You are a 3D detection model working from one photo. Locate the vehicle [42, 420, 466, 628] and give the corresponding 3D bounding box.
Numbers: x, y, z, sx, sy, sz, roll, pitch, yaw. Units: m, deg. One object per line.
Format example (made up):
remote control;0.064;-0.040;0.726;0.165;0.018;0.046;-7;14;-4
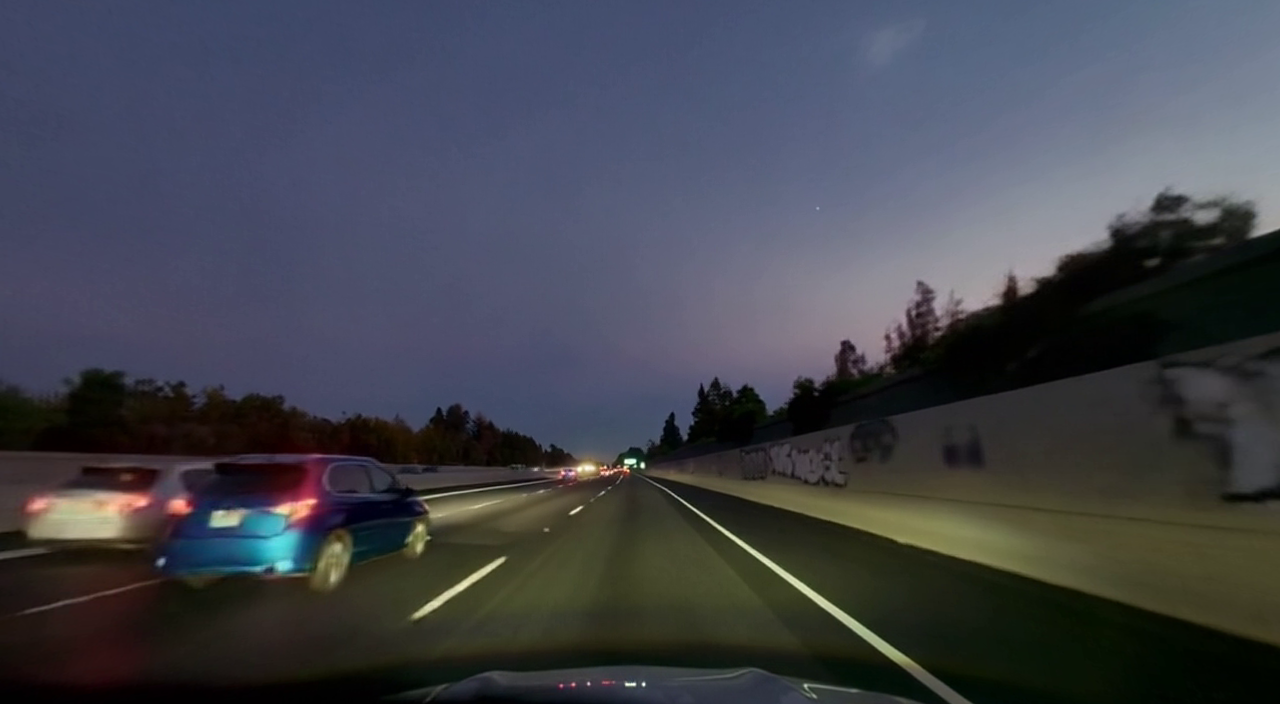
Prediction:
vehicle;-3.846;1.844;7.562;2.173;1.696;4.462;1;-10;1
